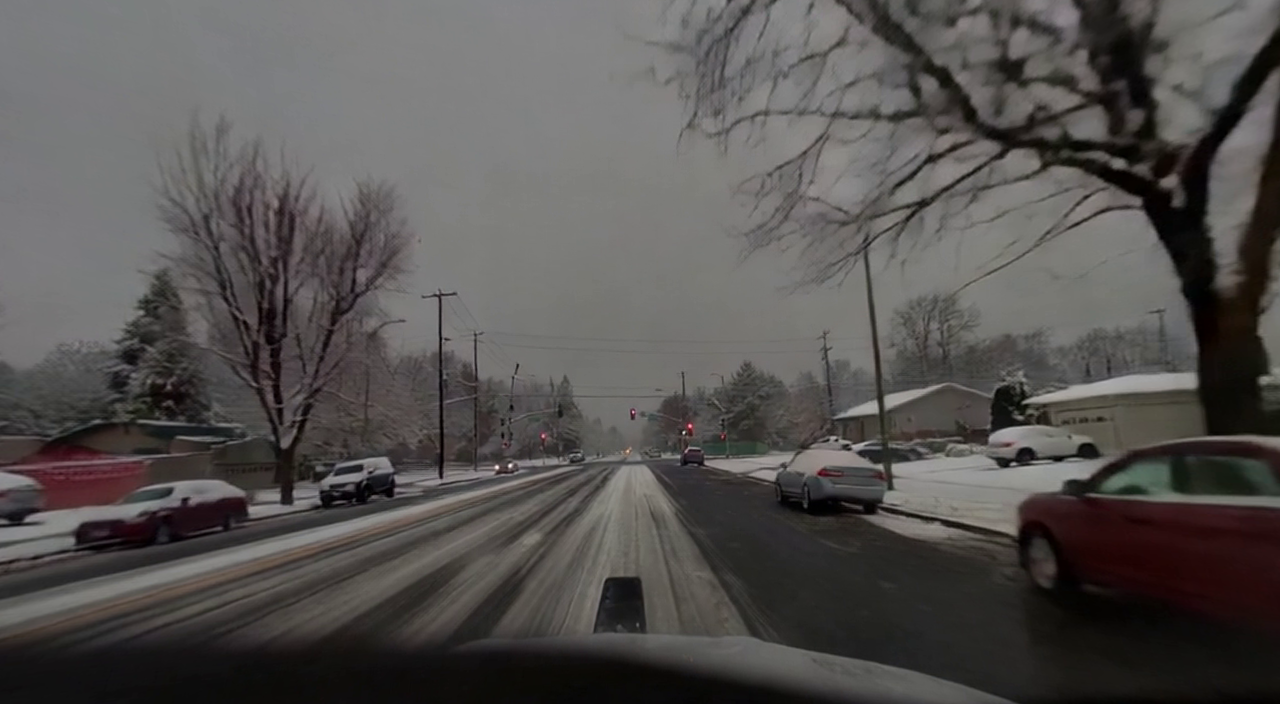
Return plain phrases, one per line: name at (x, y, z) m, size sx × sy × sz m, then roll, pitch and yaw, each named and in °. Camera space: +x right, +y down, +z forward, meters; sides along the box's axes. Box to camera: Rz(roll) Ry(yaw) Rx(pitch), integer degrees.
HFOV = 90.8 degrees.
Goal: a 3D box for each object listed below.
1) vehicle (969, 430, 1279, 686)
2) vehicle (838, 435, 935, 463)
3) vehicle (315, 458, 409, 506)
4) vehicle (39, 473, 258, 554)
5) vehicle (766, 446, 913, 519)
vehicle at (4.680, 1.360, 4.791) m, size 2.010 × 1.461 × 4.247 m, roll 0°, pitch -9°, yaw -1°
vehicle at (13.420, 5.317, 34.573) m, size 4.564 × 1.437 × 1.796 m, roll -1°, pitch -9°, yaw 0°
vehicle at (-11.445, 5.355, 26.365) m, size 1.977 × 1.753 × 4.278 m, roll -1°, pitch -9°, yaw 0°
vehicle at (-11.394, 3.736, 15.113) m, size 1.867 × 1.471 × 4.139 m, roll -1°, pitch -9°, yaw 1°
vehicle at (4.514, 3.011, 15.074) m, size 2.063 × 1.444 × 4.217 m, roll 0°, pitch -9°, yaw -1°
